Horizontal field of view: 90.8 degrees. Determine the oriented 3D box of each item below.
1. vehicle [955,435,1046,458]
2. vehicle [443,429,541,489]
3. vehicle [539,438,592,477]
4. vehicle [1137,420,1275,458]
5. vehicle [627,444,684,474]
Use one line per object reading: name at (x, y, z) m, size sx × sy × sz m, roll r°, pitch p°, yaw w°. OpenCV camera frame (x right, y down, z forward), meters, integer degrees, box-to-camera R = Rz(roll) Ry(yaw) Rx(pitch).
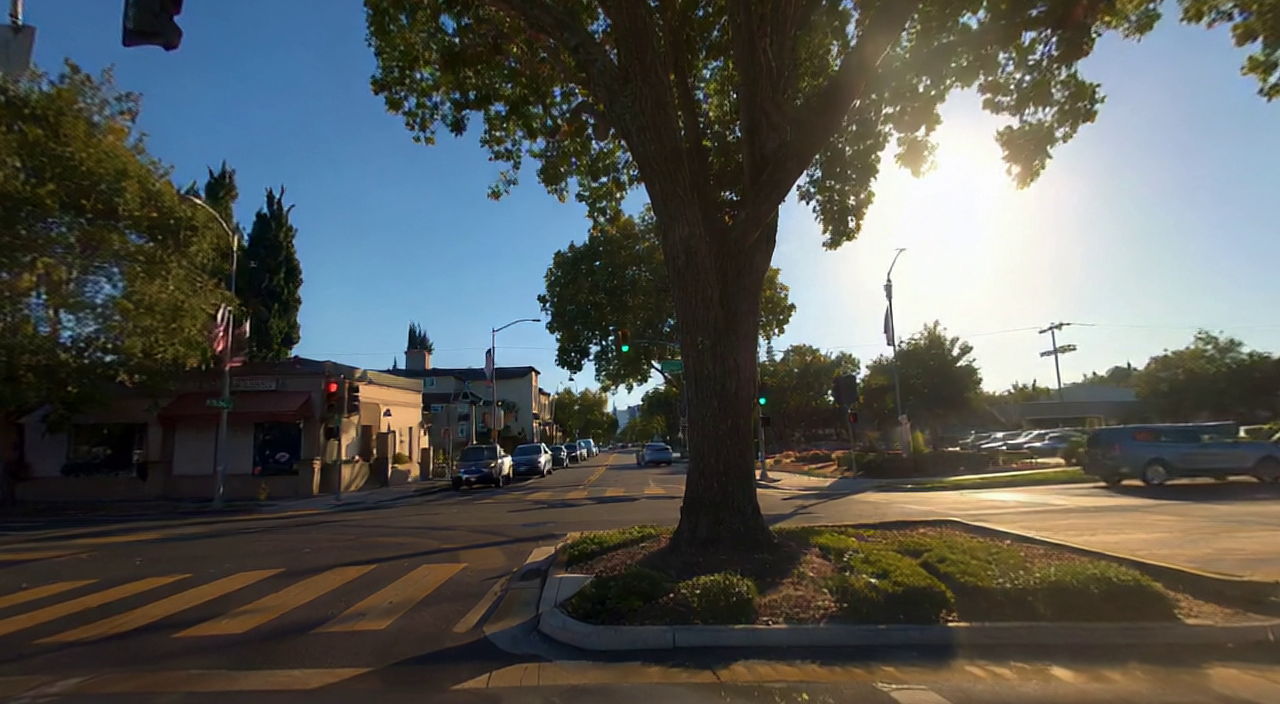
vehicle at (24.969, 6.555, 43.833) m, size 5.172 × 1.515 × 1.851 m, roll 0°, pitch -9°, yaw -2°
vehicle at (-6.500, 4.831, 28.968) m, size 2.896 × 2.339 × 7.322 m, roll 0°, pitch -9°, yaw -1°
vehicle at (-3.650, 5.280, 31.918) m, size 2.120 × 1.783 × 4.788 m, roll 0°, pitch -9°, yaw 0°
vehicle at (33.271, 5.153, 37.230) m, size 5.969 × 2.149 × 2.331 m, roll 0°, pitch -9°, yaw -4°
vehicle at (0.761, 5.790, 34.512) m, size 2.056 × 1.493 × 4.535 m, roll 2°, pitch -9°, yaw -13°
